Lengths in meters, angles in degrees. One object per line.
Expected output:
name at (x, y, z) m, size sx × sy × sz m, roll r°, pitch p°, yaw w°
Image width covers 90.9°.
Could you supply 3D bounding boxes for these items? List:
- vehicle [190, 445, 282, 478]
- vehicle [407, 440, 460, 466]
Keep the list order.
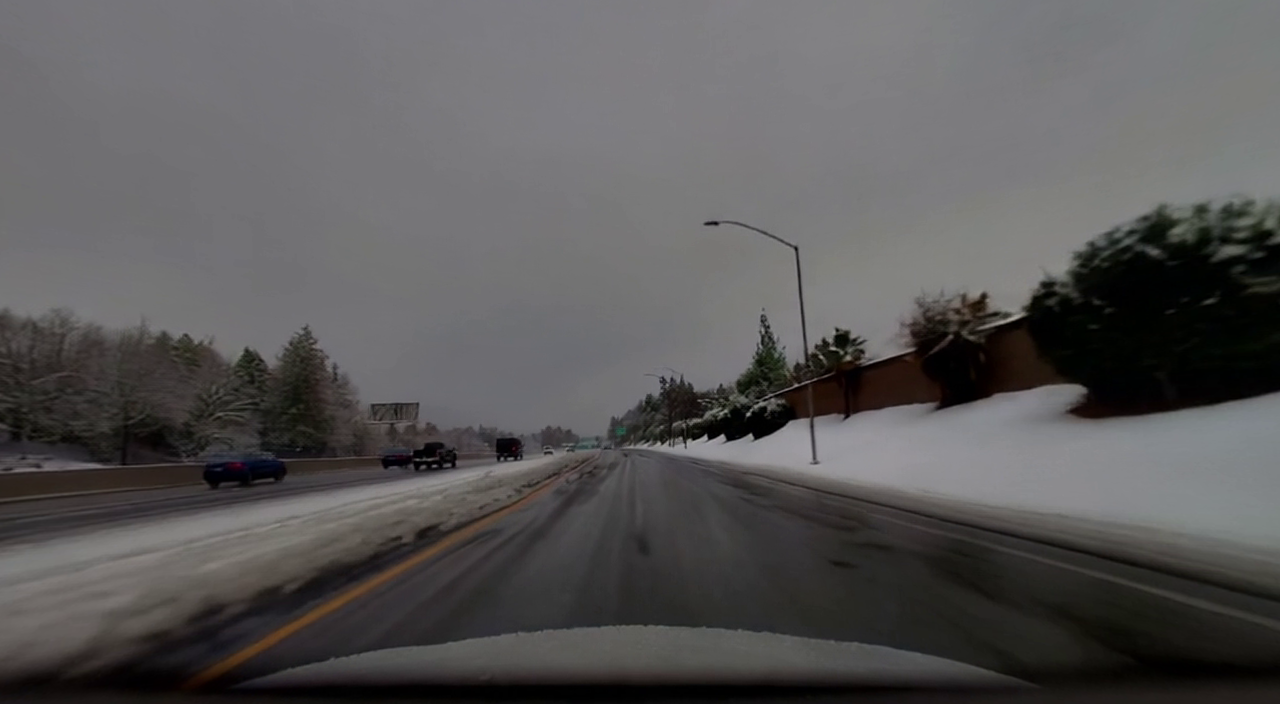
vehicle at (-23.663, 6.392, 37.216) m, size 2.158 × 1.795 × 5.013 m, roll 0°, pitch -8°, yaw -1°
vehicle at (-15.989, 7.835, 49.168) m, size 2.272 × 1.882 × 5.941 m, roll 0°, pitch -9°, yaw -1°
